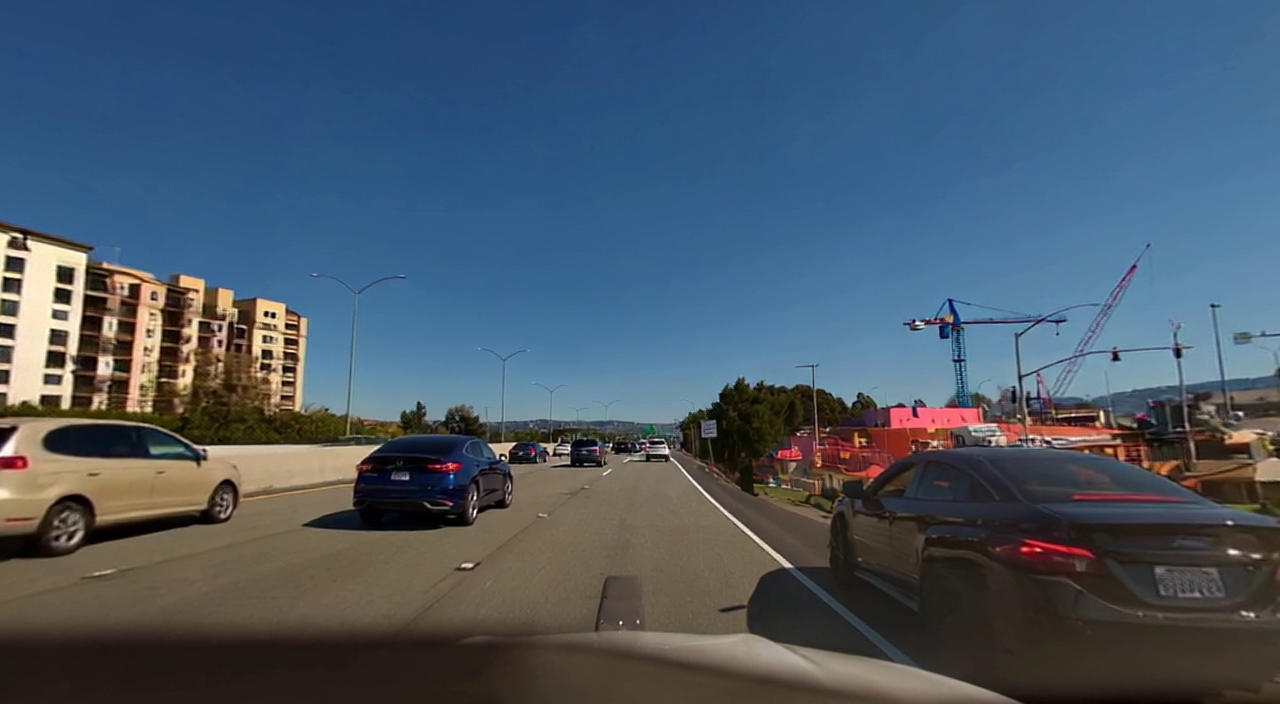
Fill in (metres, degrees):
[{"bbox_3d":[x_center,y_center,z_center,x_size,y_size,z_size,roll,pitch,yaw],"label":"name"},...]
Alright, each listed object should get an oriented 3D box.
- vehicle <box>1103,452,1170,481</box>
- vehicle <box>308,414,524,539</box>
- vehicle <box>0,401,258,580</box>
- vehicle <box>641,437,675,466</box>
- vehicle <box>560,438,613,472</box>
[{"bbox_3d":[29.585,6.777,37.679,1.840,1.533,4.657,-3,-9,22],"label":"vehicle"},{"bbox_3d":[-3.538,2.061,11.033,2.045,1.710,4.382,0,-8,2],"label":"vehicle"},{"bbox_3d":[-7.276,1.584,7.764,2.113,1.724,4.656,0,-8,1],"label":"vehicle"},{"bbox_3d":[1.165,6.547,41.634,2.116,1.763,4.352,0,-8,1],"label":"vehicle"},{"bbox_3d":[-2.748,5.436,33.435,2.109,1.657,4.554,0,-8,4],"label":"vehicle"}]
